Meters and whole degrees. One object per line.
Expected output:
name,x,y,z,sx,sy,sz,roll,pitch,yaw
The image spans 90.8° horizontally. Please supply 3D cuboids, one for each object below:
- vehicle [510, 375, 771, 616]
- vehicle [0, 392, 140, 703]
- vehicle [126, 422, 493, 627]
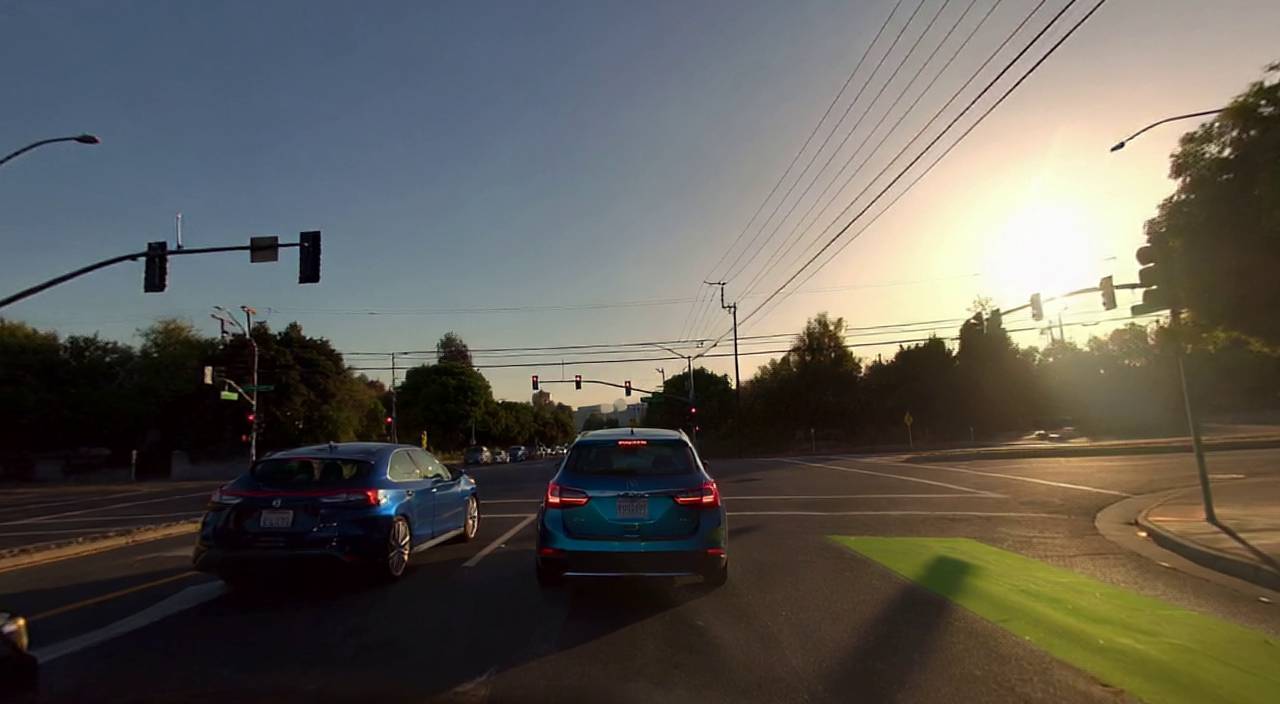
vehicle,-0.030,1.561,7.642,2.036,1.885,5.196,0,-10,-1
vehicle,-3.479,0.612,0.318,2.138,1.488,5.327,0,-8,0
vehicle,-2.937,1.618,6.724,1.726,1.506,3.840,0,-10,1
